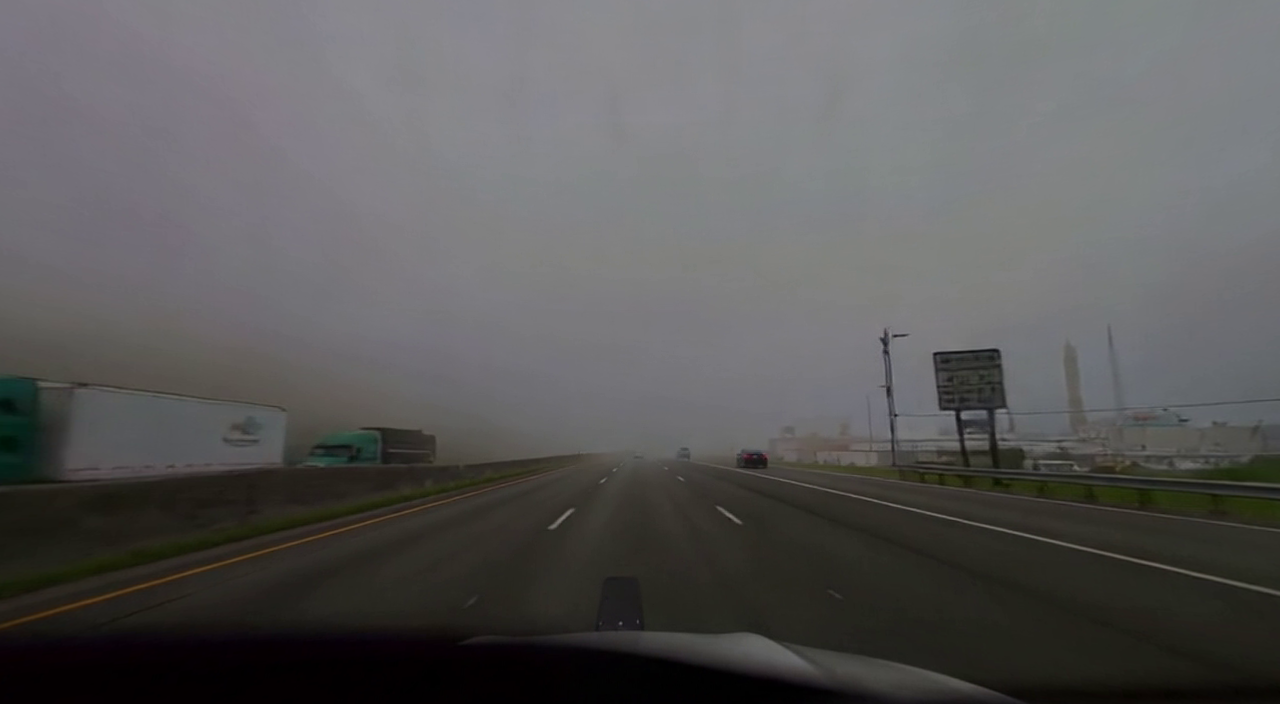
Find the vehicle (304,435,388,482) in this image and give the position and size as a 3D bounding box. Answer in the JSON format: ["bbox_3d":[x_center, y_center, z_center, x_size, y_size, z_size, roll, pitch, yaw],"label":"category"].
[{"bbox_3d":[-17.111,6.222,37.106,2.352,2.506,5.861,0,-9,-3],"label":"vehicle"}]

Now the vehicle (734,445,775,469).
[{"bbox_3d":[7.448,6.866,41.384,1.923,1.516,3.815,0,-9,-1],"label":"vehicle"}]

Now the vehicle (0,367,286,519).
[{"bbox_3d":[-18.909,3.494,23.686,2.952,4.057,14.423,0,-9,0],"label":"vehicle"}]
